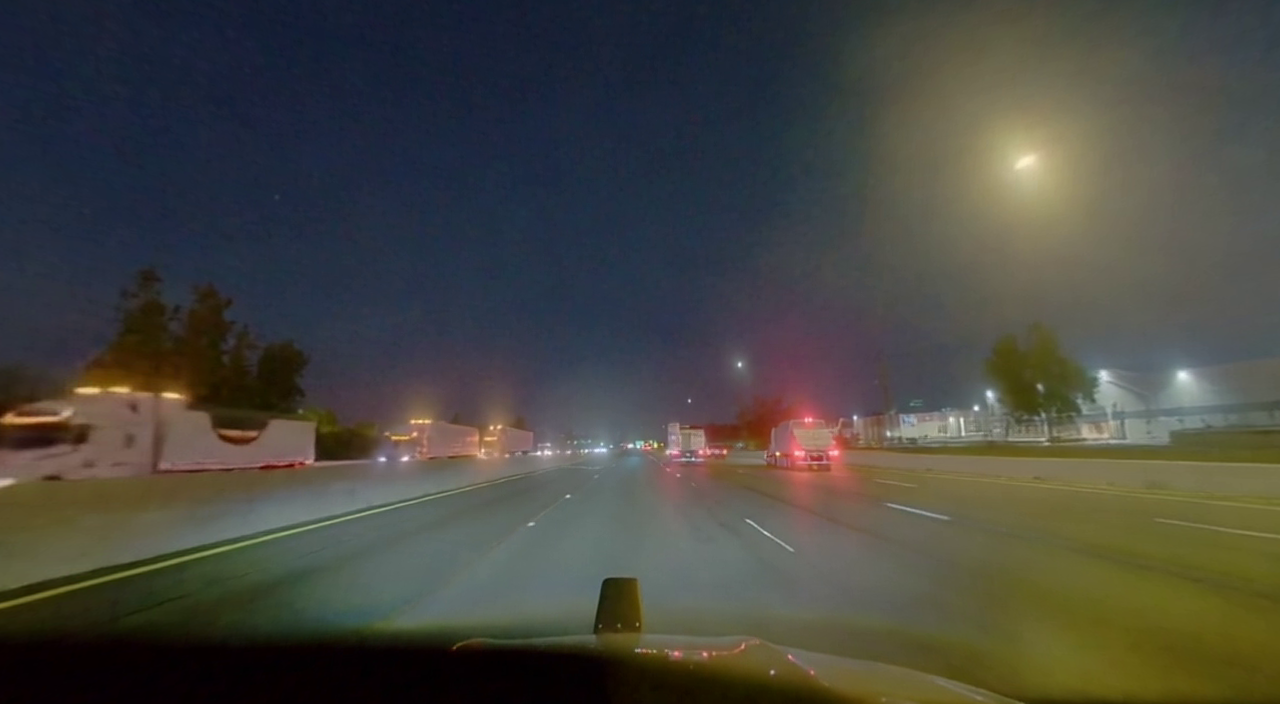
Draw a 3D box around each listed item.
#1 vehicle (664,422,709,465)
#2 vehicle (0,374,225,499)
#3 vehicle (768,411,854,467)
[{"bbox_3d":[3.521,7.183,49.439,2.742,3.054,7.537,0,-9,-1],"label":"vehicle"},{"bbox_3d":[-17.367,2.805,20.747,3.008,3.447,6.441,0,-9,-1],"label":"vehicle"},{"bbox_3d":[11.104,5.890,42.223,2.912,3.293,9.588,0,-9,-1],"label":"vehicle"}]
